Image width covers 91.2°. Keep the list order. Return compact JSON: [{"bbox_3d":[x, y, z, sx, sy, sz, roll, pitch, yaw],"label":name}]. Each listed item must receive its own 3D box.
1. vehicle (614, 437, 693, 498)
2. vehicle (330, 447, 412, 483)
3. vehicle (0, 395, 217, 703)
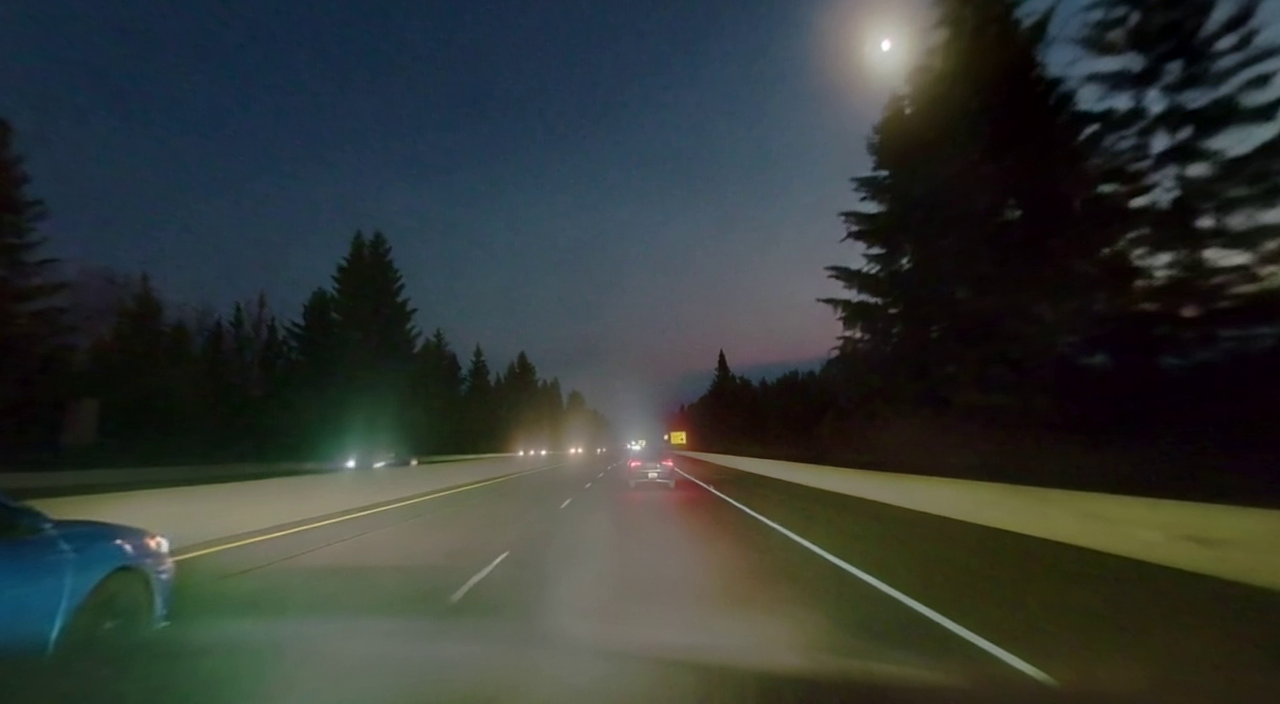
[{"bbox_3d":[0.262,3.294,18.220,2.021,1.533,4.014,0,-9,-3],"label":"vehicle"},{"bbox_3d":[-12.917,5.428,30.428,1.982,1.590,4.564,0,-9,0],"label":"vehicle"},{"bbox_3d":[-3.697,0.837,1.718,2.083,1.548,4.251,0,-9,0],"label":"vehicle"}]
